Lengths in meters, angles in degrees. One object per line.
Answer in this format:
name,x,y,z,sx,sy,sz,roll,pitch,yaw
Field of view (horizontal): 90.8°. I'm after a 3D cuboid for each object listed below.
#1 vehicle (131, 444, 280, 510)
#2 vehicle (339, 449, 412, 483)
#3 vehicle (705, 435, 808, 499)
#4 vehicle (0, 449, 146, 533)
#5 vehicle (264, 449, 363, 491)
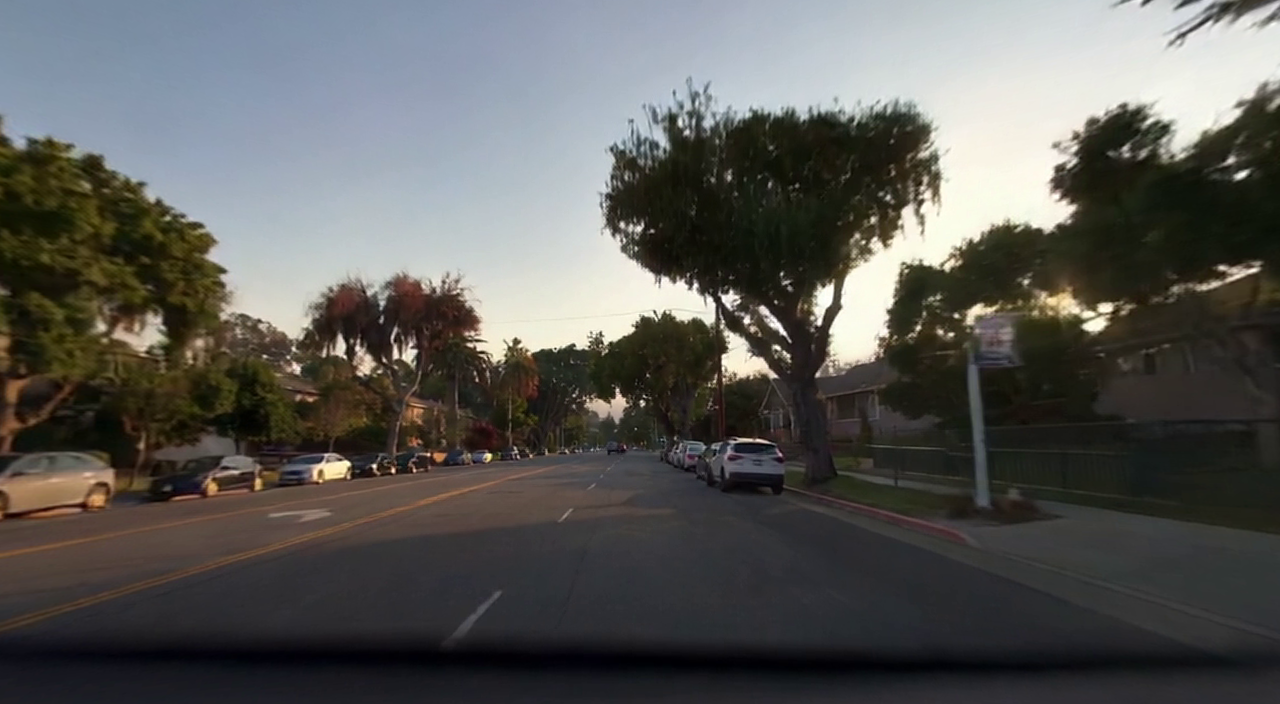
vehicle,-13.660,3.885,20.228,1.844,1.764,4.183,-1,-7,-1
vehicle,-13.734,5.900,33.086,1.899,1.474,4.529,-1,-7,-1
vehicle,3.451,3.540,19.949,2.221,1.718,5.192,0,-9,-1
vehicle,-13.545,2.961,13.692,2.131,1.492,4.310,-1,-7,1
vehicle,-13.735,4.974,26.926,1.921,1.498,4.460,0,-7,-1
